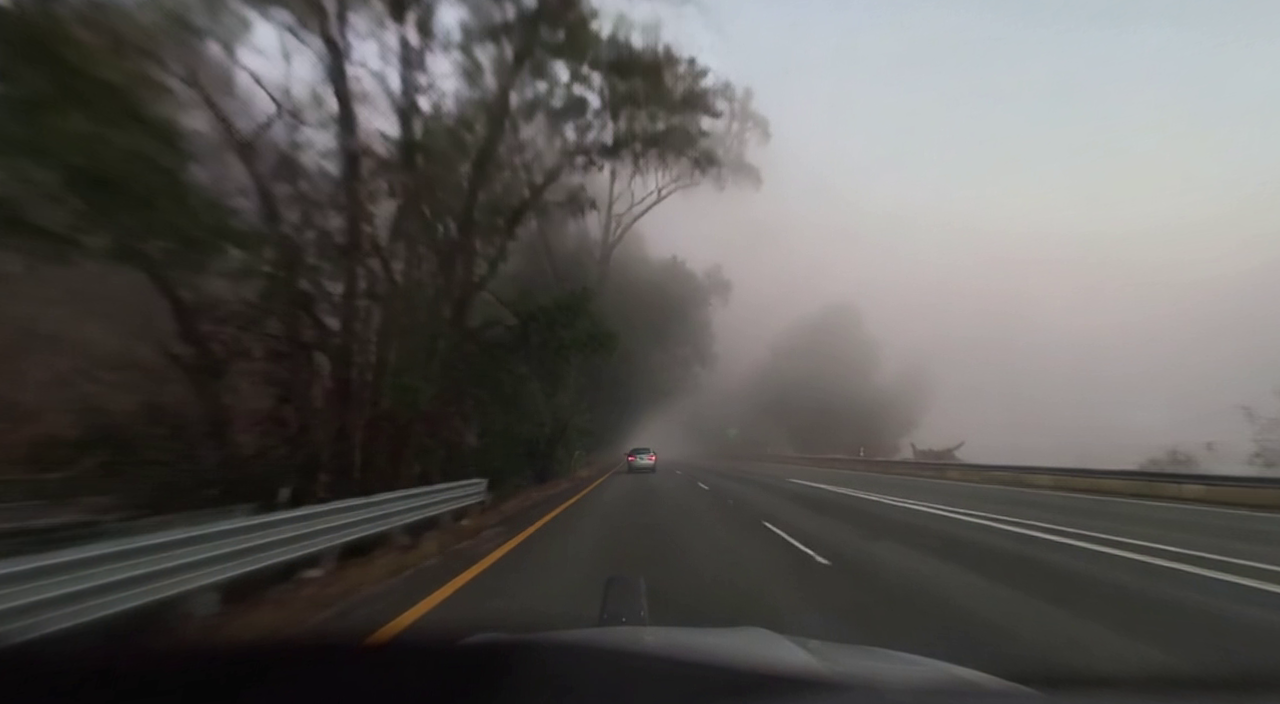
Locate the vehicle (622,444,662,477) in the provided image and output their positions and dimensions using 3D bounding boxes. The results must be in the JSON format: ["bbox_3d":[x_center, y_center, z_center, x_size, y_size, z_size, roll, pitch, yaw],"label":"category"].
[{"bbox_3d":[0.069,5.770,33.615,1.987,1.658,3.620,0,-9,-1],"label":"vehicle"}]
